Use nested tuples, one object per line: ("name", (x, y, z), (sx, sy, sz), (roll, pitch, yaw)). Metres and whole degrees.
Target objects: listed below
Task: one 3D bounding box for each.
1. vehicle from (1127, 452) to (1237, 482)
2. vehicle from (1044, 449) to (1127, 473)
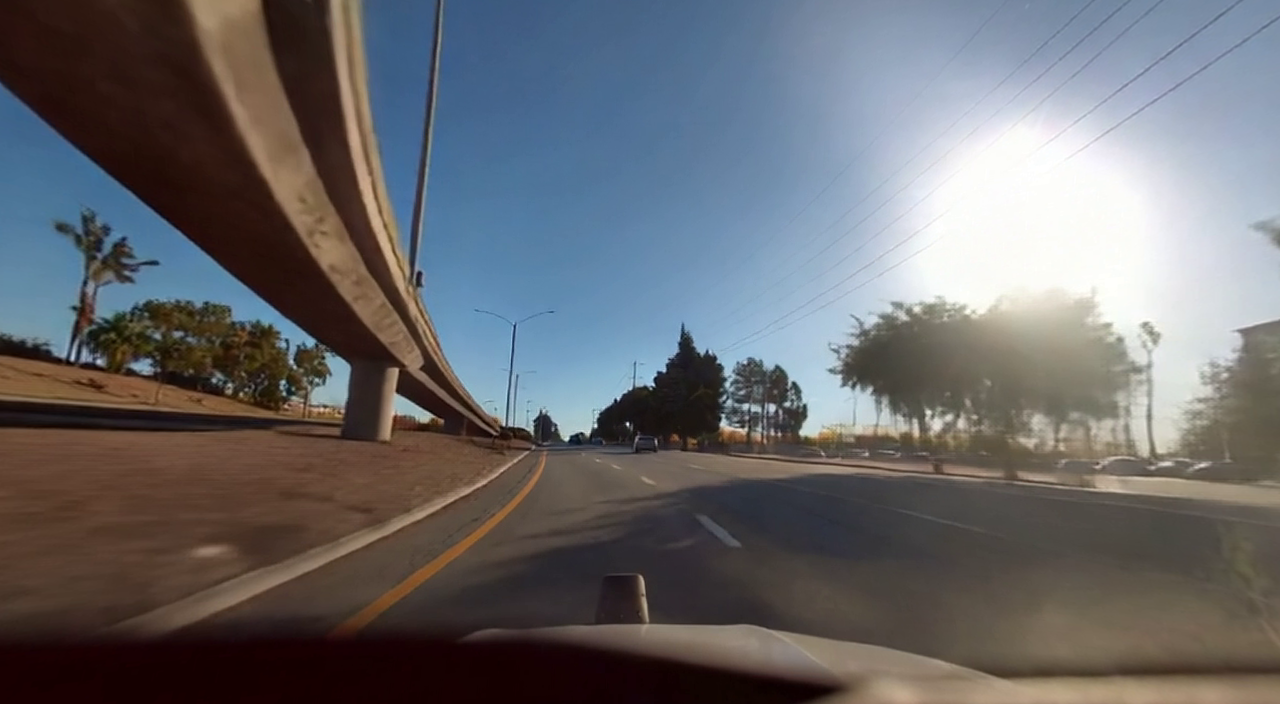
("vehicle", (38.156, 8.101, 44.577), (5.708, 1.847, 2.078), (-2, -9, 0))
("vehicle", (31.736, 7.792, 45.142), (4.615, 1.523, 1.735), (-7, -10, 33))
